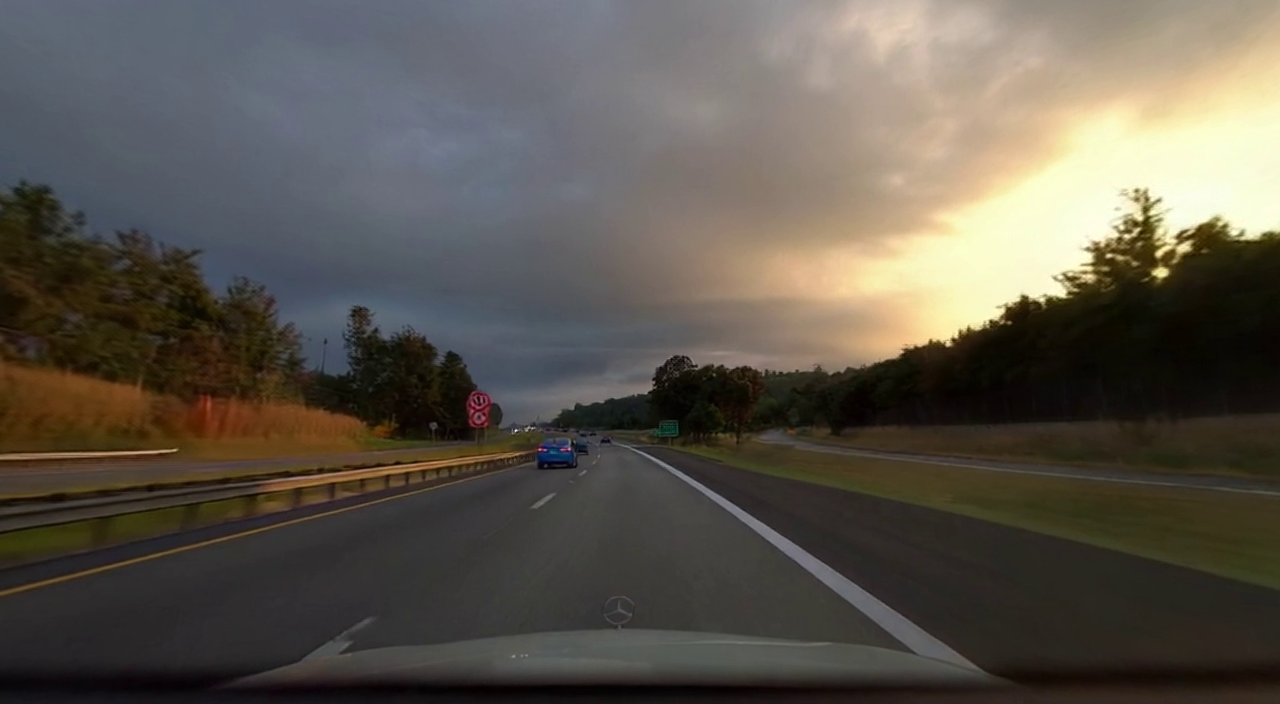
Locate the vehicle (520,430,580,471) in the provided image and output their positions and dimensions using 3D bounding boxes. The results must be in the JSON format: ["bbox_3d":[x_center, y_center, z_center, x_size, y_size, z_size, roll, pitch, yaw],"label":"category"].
[{"bbox_3d":[-3.823,4.277,27.663,2.047,1.612,4.631,0,-8,-1],"label":"vehicle"}]
